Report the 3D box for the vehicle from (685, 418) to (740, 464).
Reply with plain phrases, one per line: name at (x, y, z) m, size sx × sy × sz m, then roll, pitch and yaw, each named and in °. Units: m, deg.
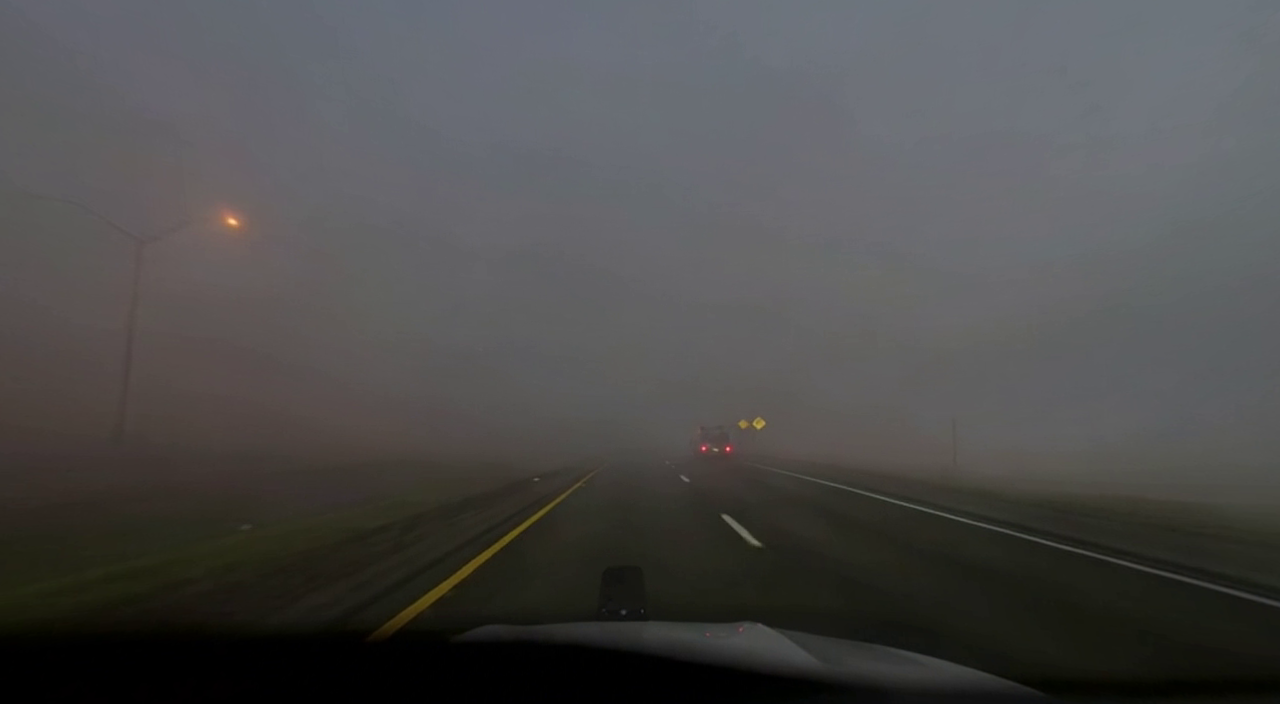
vehicle at (4.202, 5.342, 37.831) m, size 2.430 × 2.495 × 6.062 m, roll 0°, pitch -8°, yaw -2°
